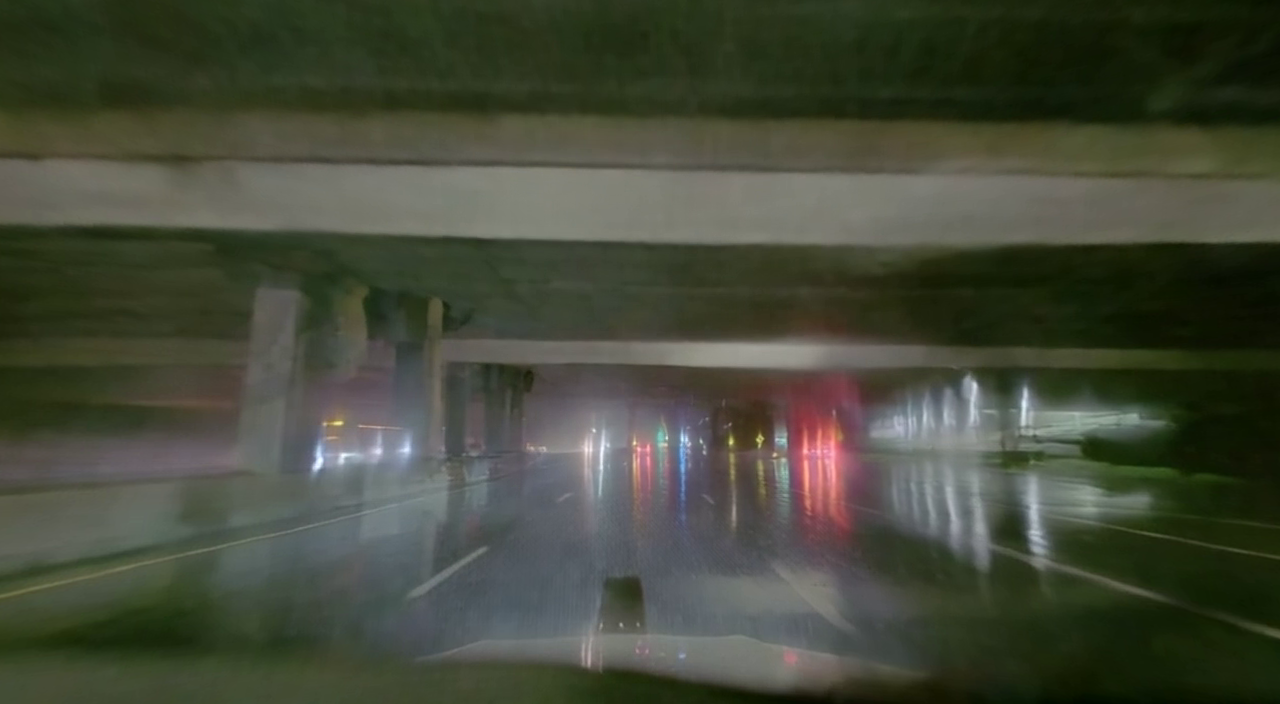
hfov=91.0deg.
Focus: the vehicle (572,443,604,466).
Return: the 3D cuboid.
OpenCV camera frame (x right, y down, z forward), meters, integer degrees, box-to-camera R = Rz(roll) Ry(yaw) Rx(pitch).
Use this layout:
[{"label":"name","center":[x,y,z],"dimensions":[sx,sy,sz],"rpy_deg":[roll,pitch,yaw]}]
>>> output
[{"label":"vehicle","center":[-3.731,7.407,45.672],"dimensions":[1.954,1.528,4.010],"rpy_deg":[0,-9,1]}]
